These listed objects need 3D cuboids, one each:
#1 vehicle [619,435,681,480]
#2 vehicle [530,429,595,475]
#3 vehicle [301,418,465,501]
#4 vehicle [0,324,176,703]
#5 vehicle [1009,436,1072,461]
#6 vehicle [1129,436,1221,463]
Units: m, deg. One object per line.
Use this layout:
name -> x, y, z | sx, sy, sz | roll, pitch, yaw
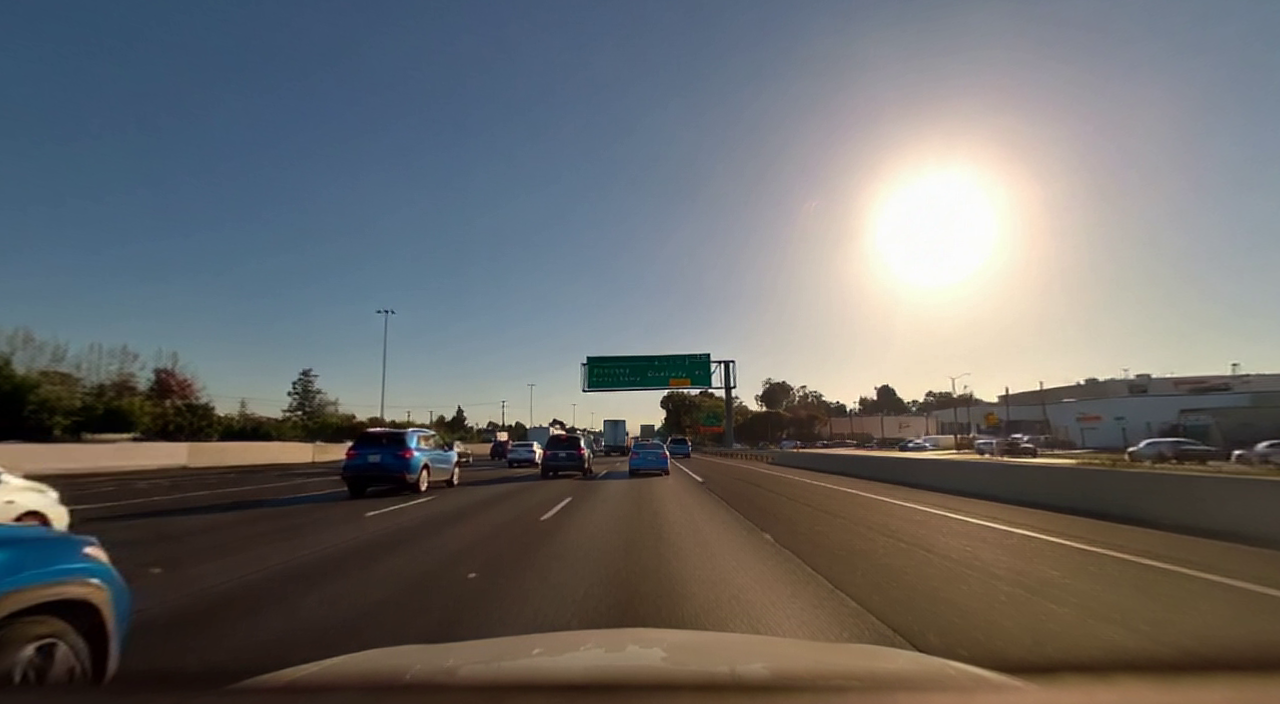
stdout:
vehicle -> 0.368, 3.848, 23.277 | 2.090, 1.474, 3.970 | 0, -8, 1
vehicle -> -3.051, 4.058, 25.813 | 2.007, 1.730, 4.412 | 0, -8, 1
vehicle -> -6.312, 2.705, 16.270 | 2.125, 1.804, 4.864 | 0, -8, 1
vehicle -> -3.221, 0.536, 0.716 | 1.961, 1.687, 4.453 | 0, -8, 0
vehicle -> 30.977, 7.439, 48.981 | 1.858, 1.741, 4.683 | -2, -7, 1
vehicle -> 30.478, 5.564, 36.115 | 1.656, 1.442, 4.167 | 0, -8, 1
